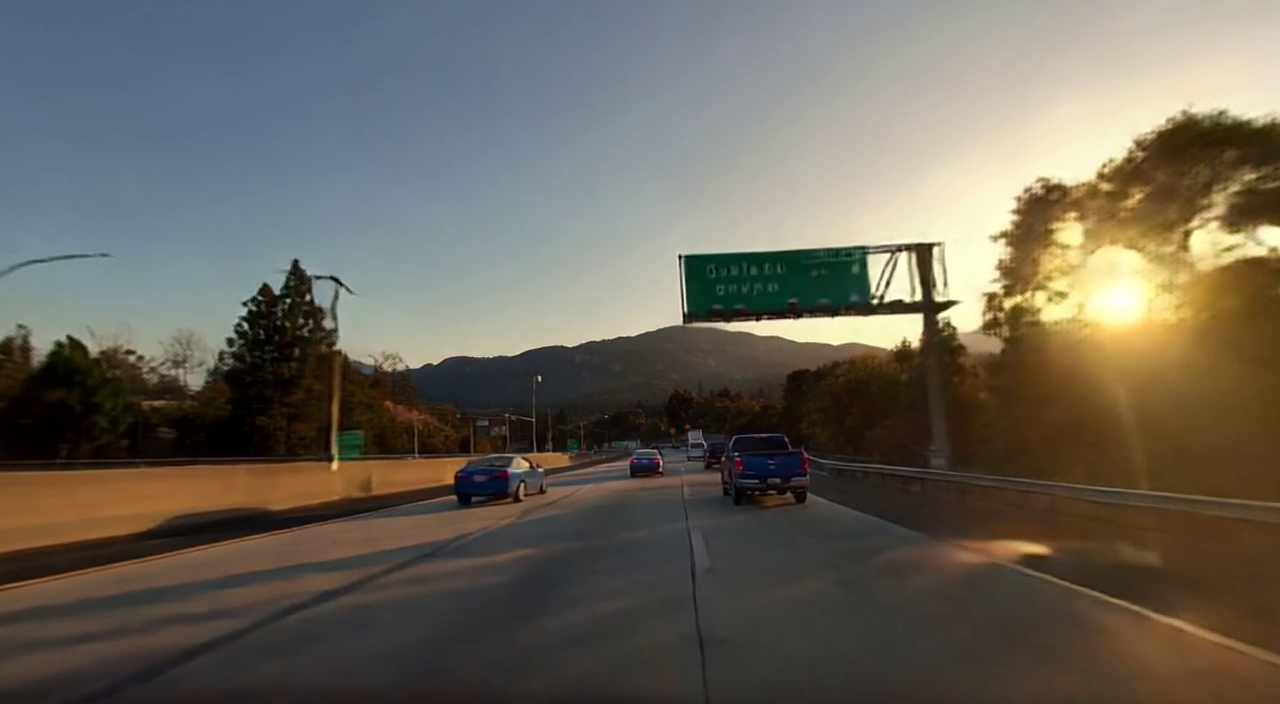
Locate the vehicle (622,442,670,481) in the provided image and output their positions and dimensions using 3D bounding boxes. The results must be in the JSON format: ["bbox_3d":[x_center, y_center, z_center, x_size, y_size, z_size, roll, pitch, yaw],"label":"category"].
[{"bbox_3d":[0.337,4.894,28.533,1.959,1.604,4.065,-1,-8,3],"label":"vehicle"}]

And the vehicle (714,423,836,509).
[{"bbox_3d":[3.255,2.891,16.502,2.229,1.837,5.387,-1,-8,3],"label":"vehicle"}]

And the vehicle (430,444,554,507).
[{"bbox_3d":[-4.018,3.423,18.031,2.109,1.530,4.646,-1,-9,4],"label":"vehicle"}]
